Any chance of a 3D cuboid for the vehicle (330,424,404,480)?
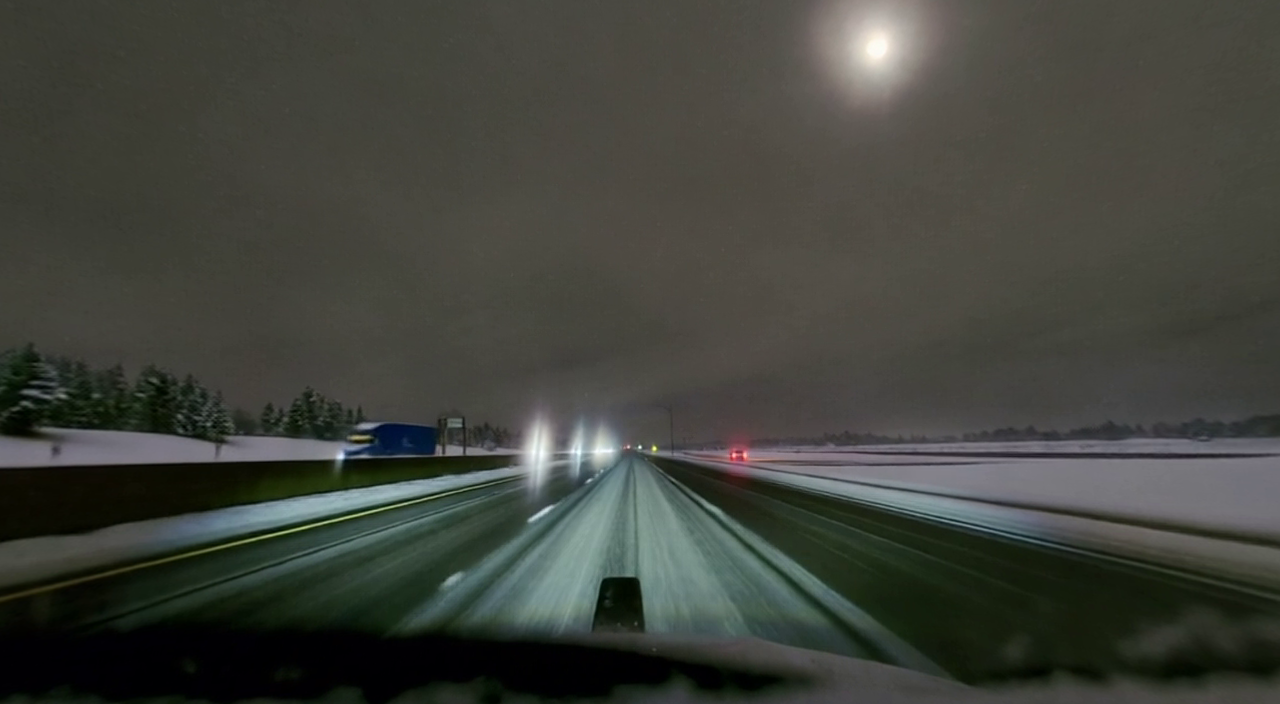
[{"bbox_3d":[-20.543,7.543,47.726,2.942,3.931,5.873,-1,-9,0],"label":"vehicle"}]
